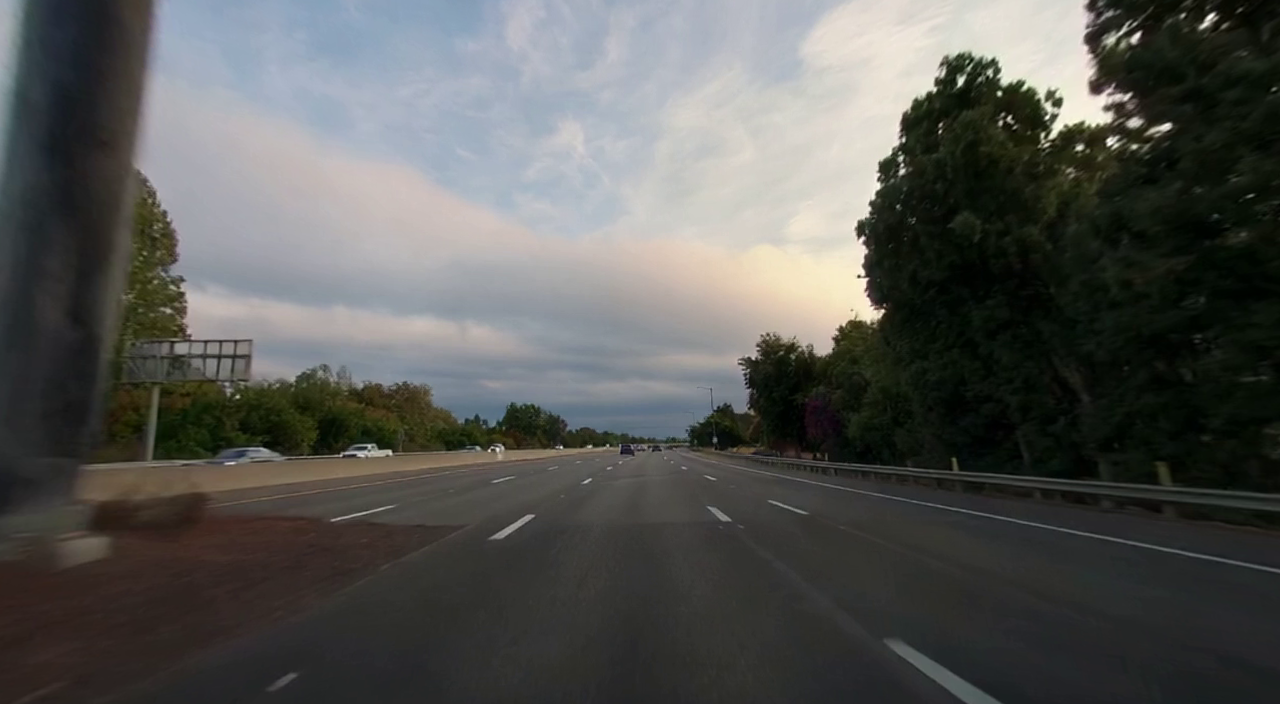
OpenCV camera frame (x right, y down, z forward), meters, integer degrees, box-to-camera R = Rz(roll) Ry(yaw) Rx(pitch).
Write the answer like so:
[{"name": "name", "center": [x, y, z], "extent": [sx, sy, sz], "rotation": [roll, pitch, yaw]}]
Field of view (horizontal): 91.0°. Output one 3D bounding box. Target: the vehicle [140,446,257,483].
[{"name": "vehicle", "center": [-19.634, 4.982, 28.309], "extent": [1.874, 1.510, 4.653], "rotation": [0, -9, 1]}]
